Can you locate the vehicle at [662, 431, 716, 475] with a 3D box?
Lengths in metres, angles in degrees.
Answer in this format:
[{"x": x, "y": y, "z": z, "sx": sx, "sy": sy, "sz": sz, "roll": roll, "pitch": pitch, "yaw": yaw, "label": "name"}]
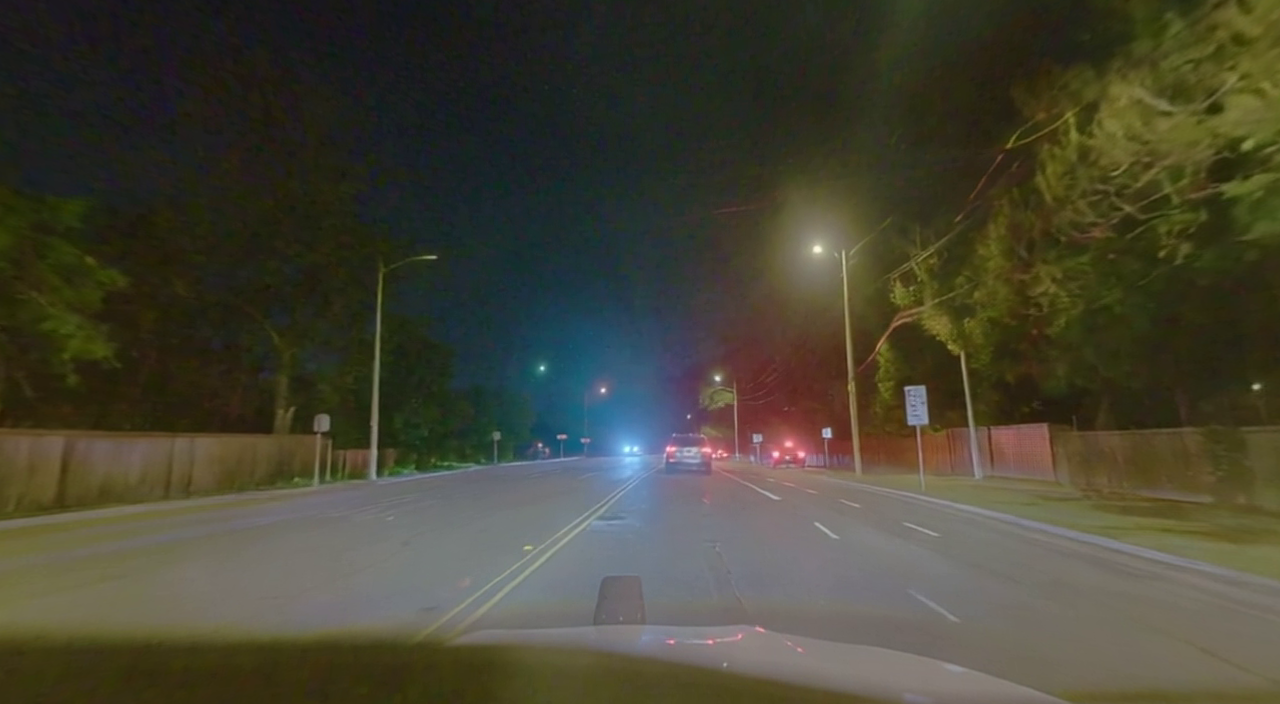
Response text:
[{"x": 2.170, "y": 4.548, "z": 28.689, "sx": 2.230, "sy": 1.827, "sz": 4.580, "roll": 0, "pitch": -8, "yaw": 4, "label": "vehicle"}]
